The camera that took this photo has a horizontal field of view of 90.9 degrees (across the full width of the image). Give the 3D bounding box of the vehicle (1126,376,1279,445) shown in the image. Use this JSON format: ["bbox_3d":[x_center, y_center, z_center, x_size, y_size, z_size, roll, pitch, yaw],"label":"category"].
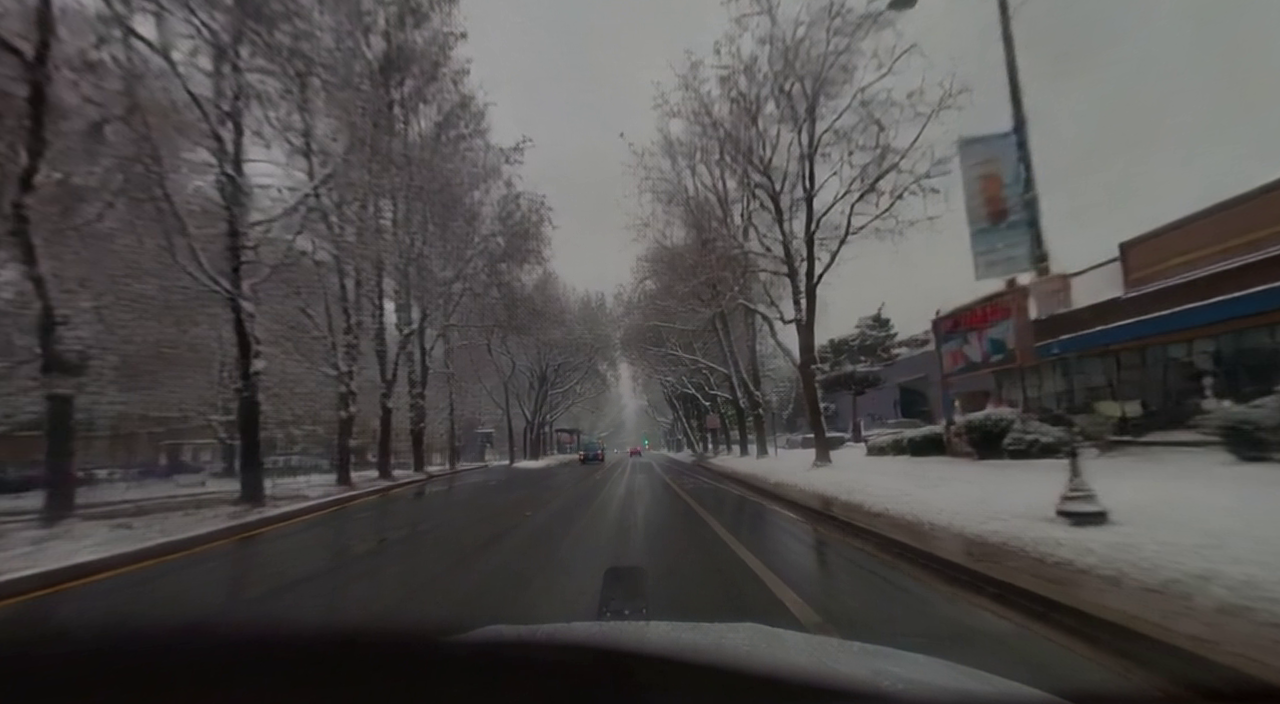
[{"bbox_3d":[12.845,1.296,13.631,3.255,1.363,1.549,-1,-10,3],"label":"vehicle"}]

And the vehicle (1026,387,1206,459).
[{"bbox_3d":[12.517,1.879,16.718,3.351,1.387,1.579,-7,-7,-1],"label":"vehicle"}]

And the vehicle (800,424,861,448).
[{"bbox_3d":[13.555,6.003,45.020,3.756,1.580,1.886,-1,-9,3],"label":"vehicle"}]
